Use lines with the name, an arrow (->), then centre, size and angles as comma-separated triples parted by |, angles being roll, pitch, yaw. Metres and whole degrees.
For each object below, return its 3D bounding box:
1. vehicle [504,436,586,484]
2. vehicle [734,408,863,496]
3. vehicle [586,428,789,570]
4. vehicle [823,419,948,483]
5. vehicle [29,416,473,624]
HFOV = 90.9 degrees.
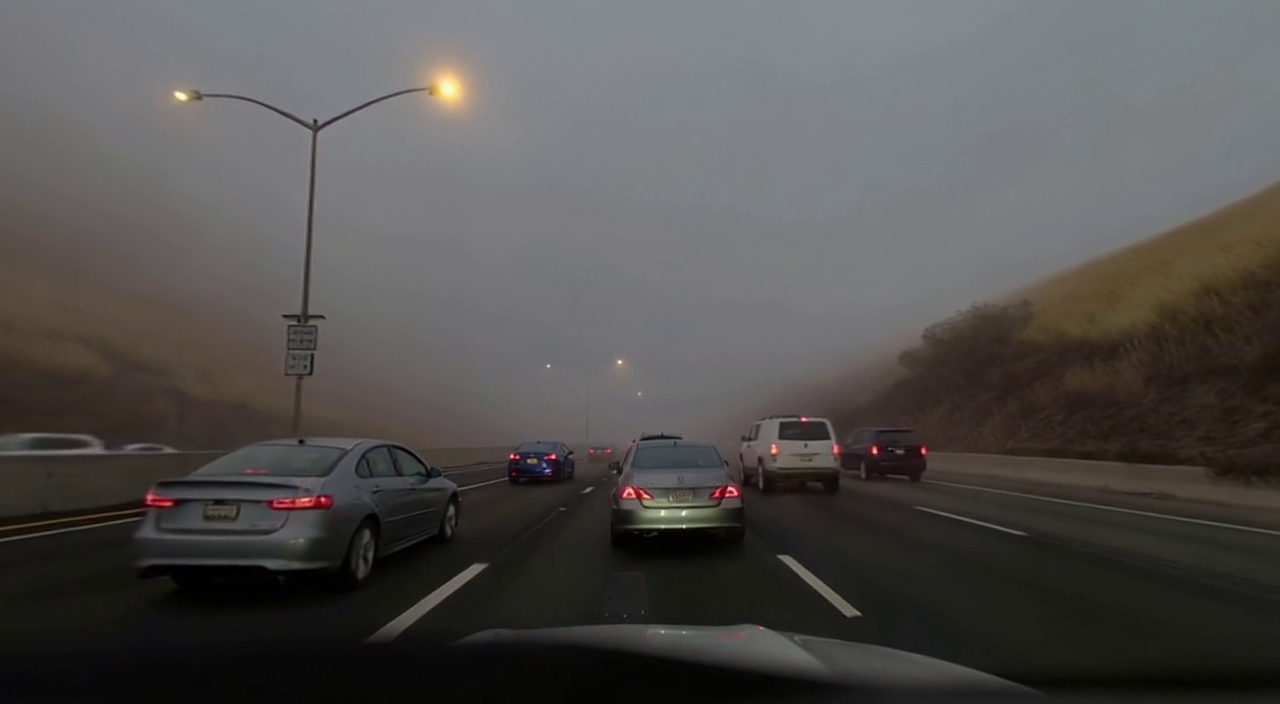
vehicle -> -3.133, 3.661, 21.713 | 2.017, 1.446, 4.384 | 0, -8, 2
vehicle -> 3.779, 2.503, 15.977 | 2.086, 1.884, 4.547 | 0, -8, 0
vehicle -> 0.508, 1.803, 8.490 | 2.072, 1.431, 3.904 | 0, -8, 1
vehicle -> 7.469, 3.083, 19.793 | 2.071, 1.754, 4.586 | 0, -8, 0
vehicle -> -3.442, 1.557, 6.864 | 2.033, 1.513, 4.333 | 0, -8, 1
